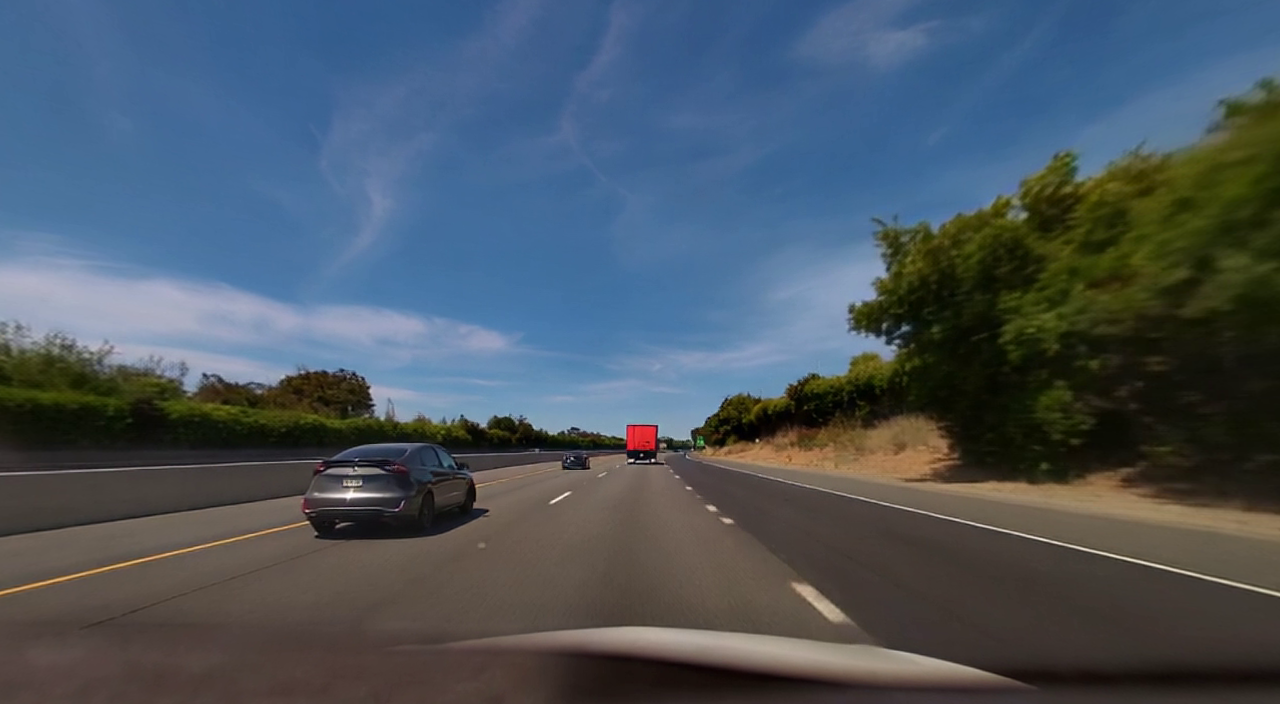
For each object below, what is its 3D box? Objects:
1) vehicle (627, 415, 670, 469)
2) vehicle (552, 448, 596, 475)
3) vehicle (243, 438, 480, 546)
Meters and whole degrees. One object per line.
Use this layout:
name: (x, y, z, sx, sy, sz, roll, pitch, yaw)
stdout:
vehicle: (0.556, 6.830, 47.586, 2.893, 3.628, 9.081, 0, -9, 0)
vehicle: (-3.761, 6.326, 36.631, 1.981, 1.435, 4.199, 0, -9, 1)
vehicle: (-4.392, 2.269, 10.898, 2.010, 1.461, 4.391, 0, -9, 1)
